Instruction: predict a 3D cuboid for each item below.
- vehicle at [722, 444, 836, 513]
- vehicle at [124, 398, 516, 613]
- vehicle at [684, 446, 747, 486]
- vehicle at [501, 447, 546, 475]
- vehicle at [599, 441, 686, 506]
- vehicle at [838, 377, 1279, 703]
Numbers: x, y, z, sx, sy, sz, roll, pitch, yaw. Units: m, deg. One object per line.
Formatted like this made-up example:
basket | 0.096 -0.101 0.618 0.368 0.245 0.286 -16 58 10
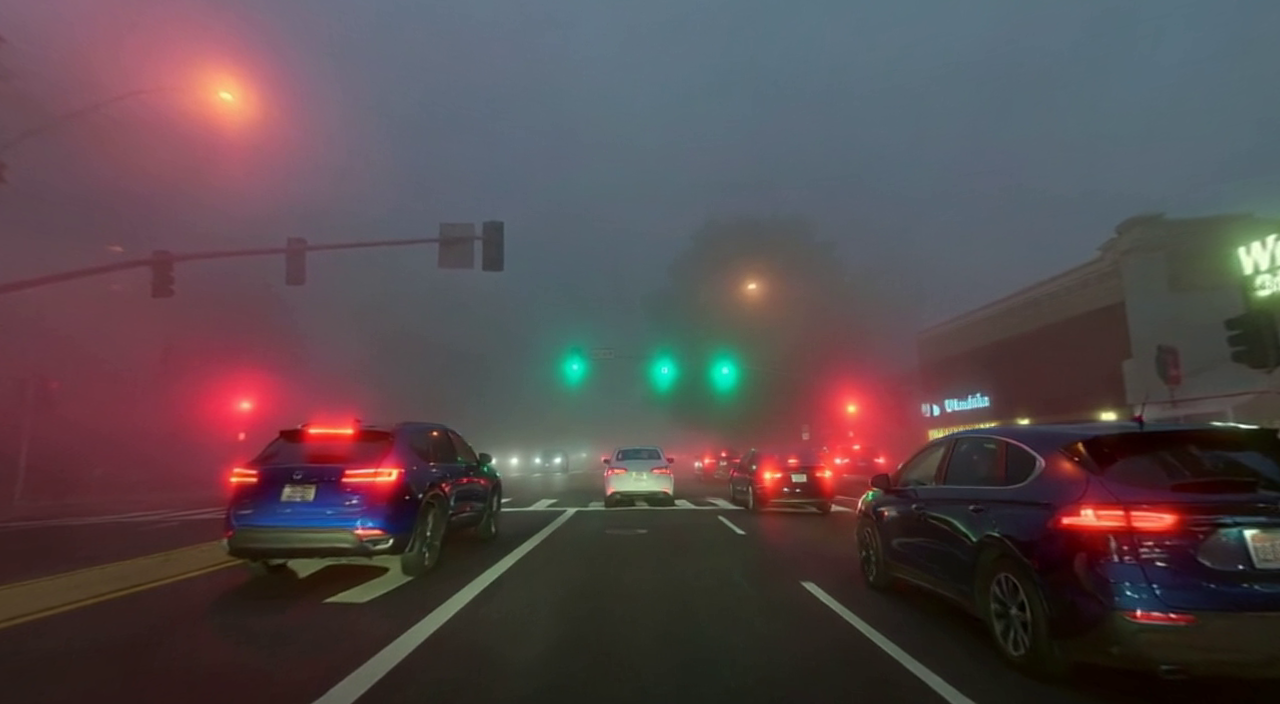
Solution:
vehicle | 3.321 3.084 15.953 1.865 1.496 4.170 0 -9 -1
vehicle | -3.228 1.679 7.878 2.257 1.823 4.777 -1 -9 2
vehicle | 3.095 4.778 26.879 2.099 1.553 4.279 0 -9 -1
vehicle | -7.908 7.422 43.380 2.293 1.777 4.497 0 -9 0
vehicle | 0.037 3.295 17.505 2.154 1.577 3.723 0 -9 -1
vehicle | 3.289 1.259 4.910 2.075 1.661 4.401 0 -9 0
